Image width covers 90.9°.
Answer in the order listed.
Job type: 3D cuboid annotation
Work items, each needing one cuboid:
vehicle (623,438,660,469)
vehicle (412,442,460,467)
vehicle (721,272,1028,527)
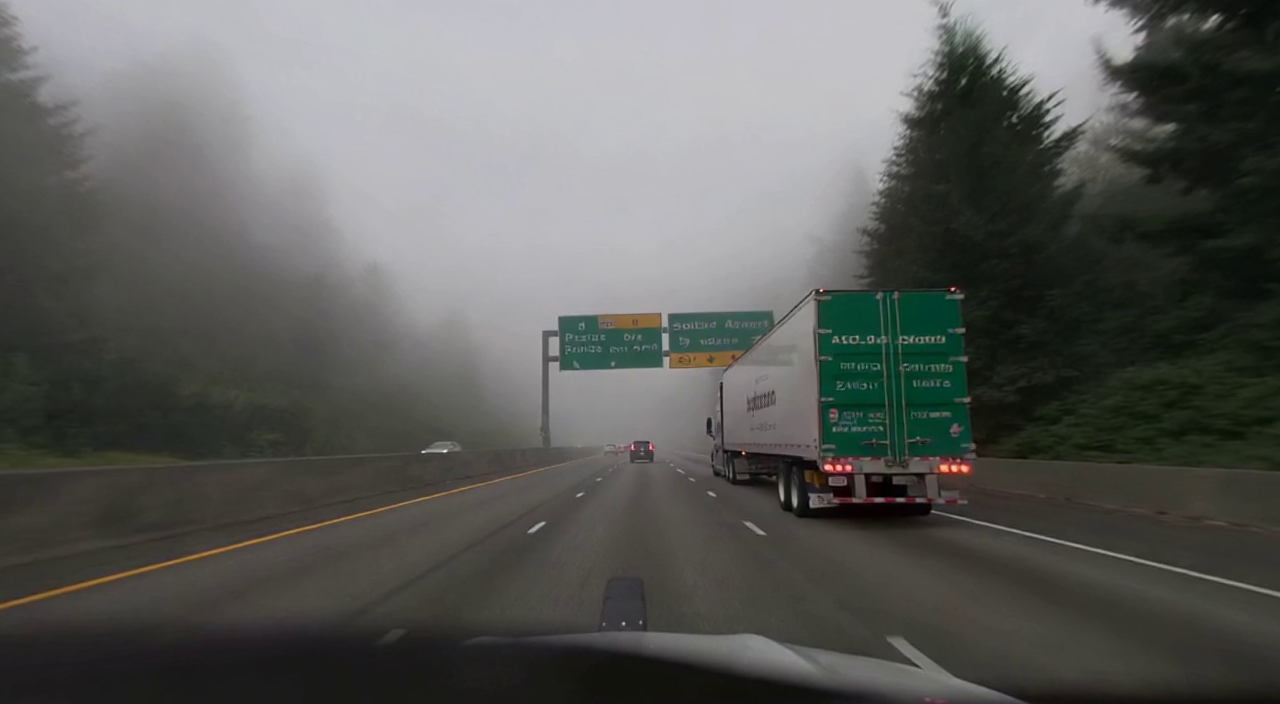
[{"bbox_3d":[0.073,6.036,37.555,2.067,1.690,3.901,0,-9,0],"label":"vehicle"},{"bbox_3d":[-14.961,7.538,46.401,1.894,1.765,4.604,0,-9,1],"label":"vehicle"},{"bbox_3d":[4.512,1.747,16.818,3.011,4.028,13.890,0,-9,1],"label":"vehicle"}]
